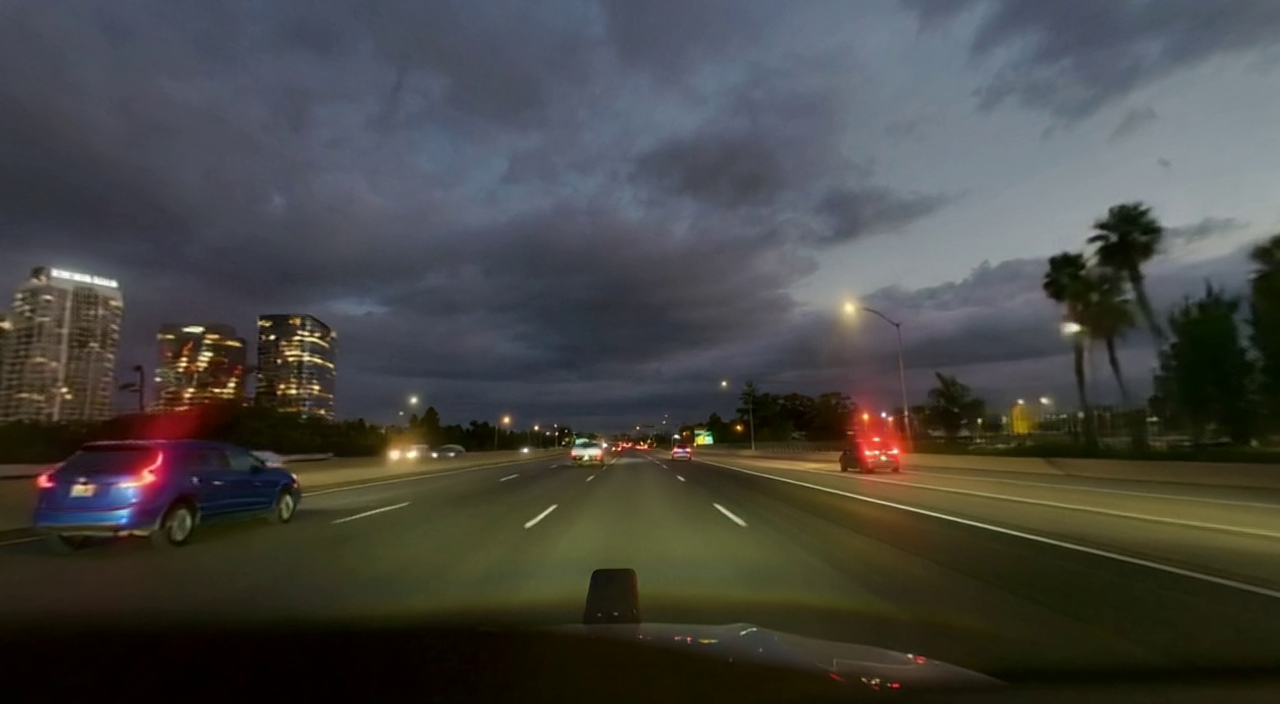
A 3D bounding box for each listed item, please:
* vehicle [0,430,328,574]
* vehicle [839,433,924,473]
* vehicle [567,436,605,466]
[{"bbox_3d":[-6.795,1.946,9.104,2.018,1.480,4.999,0,-9,0],"label":"vehicle"},{"bbox_3d":[11.608,4.916,30.756,2.168,1.792,4.457,0,-9,-3],"label":"vehicle"},{"bbox_3d":[-3.754,6.990,44.551,2.225,1.967,4.673,0,-9,1],"label":"vehicle"}]
